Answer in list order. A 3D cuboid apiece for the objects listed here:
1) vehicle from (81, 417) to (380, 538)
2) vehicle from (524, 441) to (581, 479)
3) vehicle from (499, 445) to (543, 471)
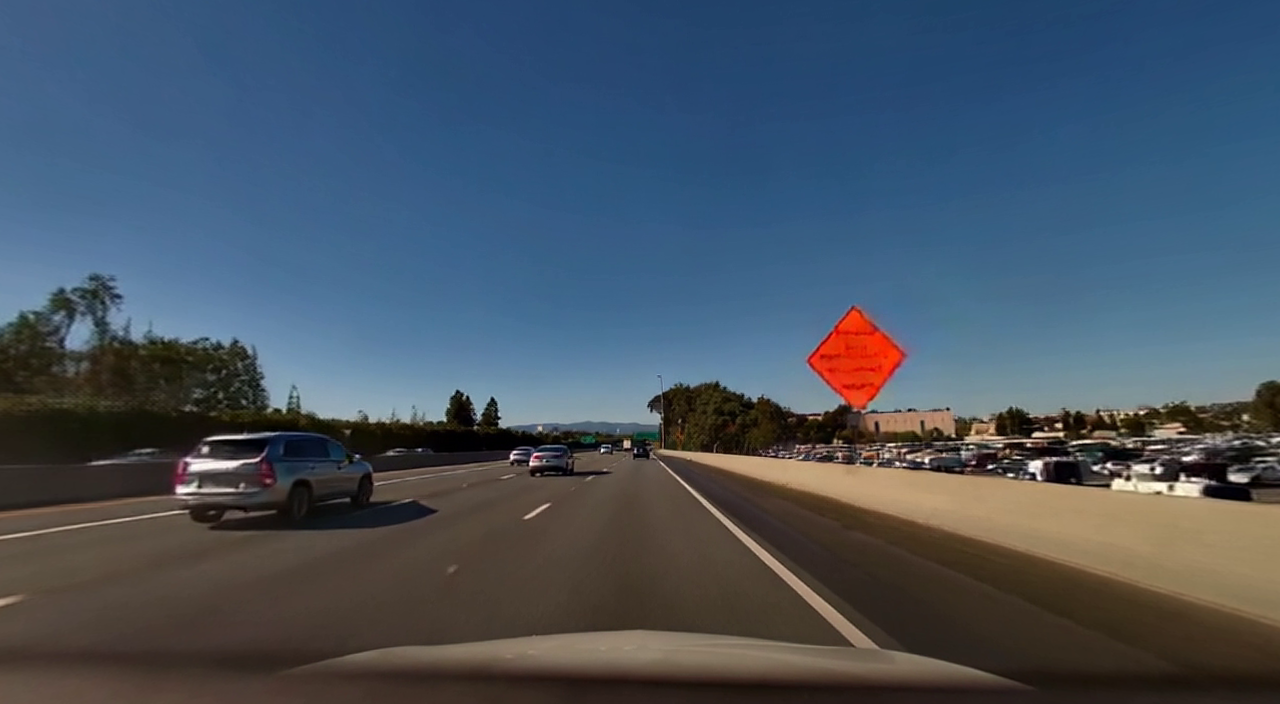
[{"bbox_3d":[-7.335,2.315,12.299,2.159,1.807,5.422,0,-9,0],"label":"vehicle"},{"bbox_3d":[-4.063,5.096,29.984,2.070,1.665,4.213,0,-9,1],"label":"vehicle"},{"bbox_3d":[-7.681,6.856,40.914,1.991,1.538,4.360,0,-9,0],"label":"vehicle"}]
